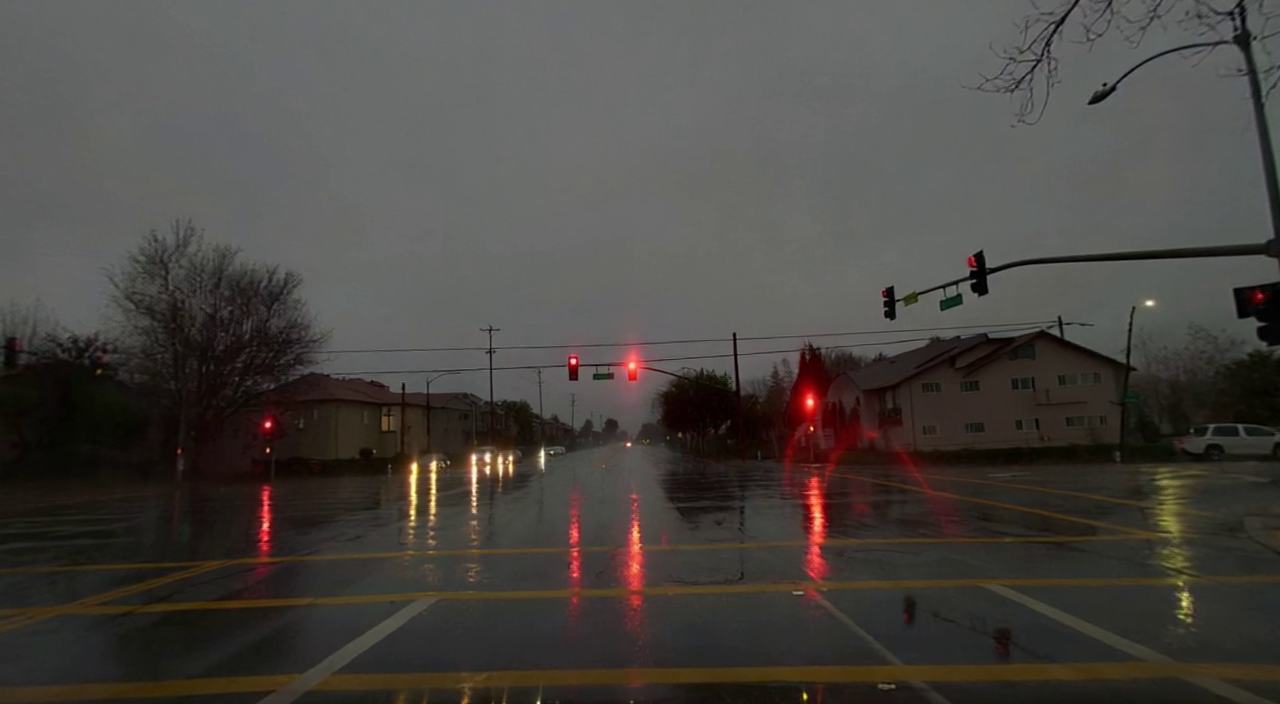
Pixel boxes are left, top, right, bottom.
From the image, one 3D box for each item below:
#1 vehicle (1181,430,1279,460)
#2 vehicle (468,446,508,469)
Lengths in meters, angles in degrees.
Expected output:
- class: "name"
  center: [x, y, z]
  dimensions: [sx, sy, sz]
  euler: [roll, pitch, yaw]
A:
- class: "vehicle"
  center: [31.306, 4.885, 33.025]
  dimensions: [4.318, 1.488, 1.870]
  euler: [0, -9, -1]
- class: "vehicle"
  center: [-10.716, 7.457, 44.755]
  dimensions: [1.881, 1.509, 3.377]
  euler: [0, -9, 1]
